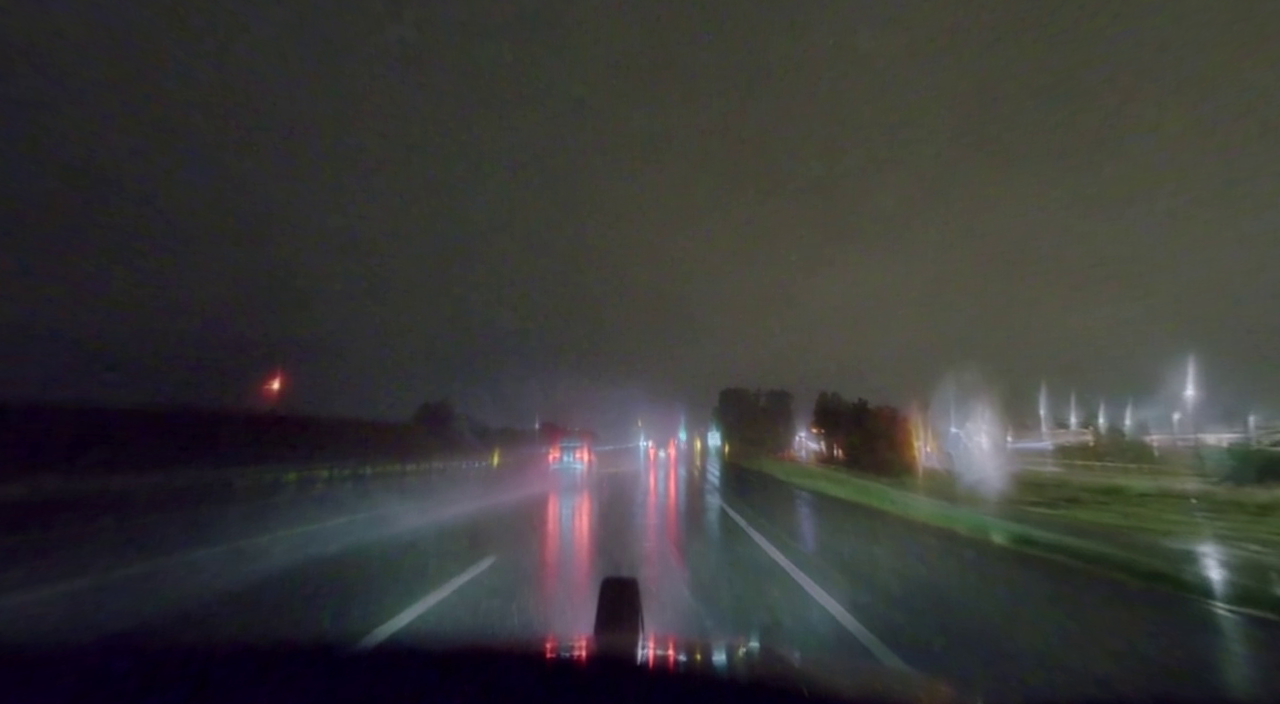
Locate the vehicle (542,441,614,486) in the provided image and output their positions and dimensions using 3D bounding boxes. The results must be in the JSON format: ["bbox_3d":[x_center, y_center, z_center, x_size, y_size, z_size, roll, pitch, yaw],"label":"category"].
[{"bbox_3d":[-2.295,4.278,24.544,2.129,1.563,4.387,-1,-9,3],"label":"vehicle"}]

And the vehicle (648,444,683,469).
[{"bbox_3d":[1.658,6.811,41.265,2.129,1.502,4.321,-1,-9,2],"label":"vehicle"}]
